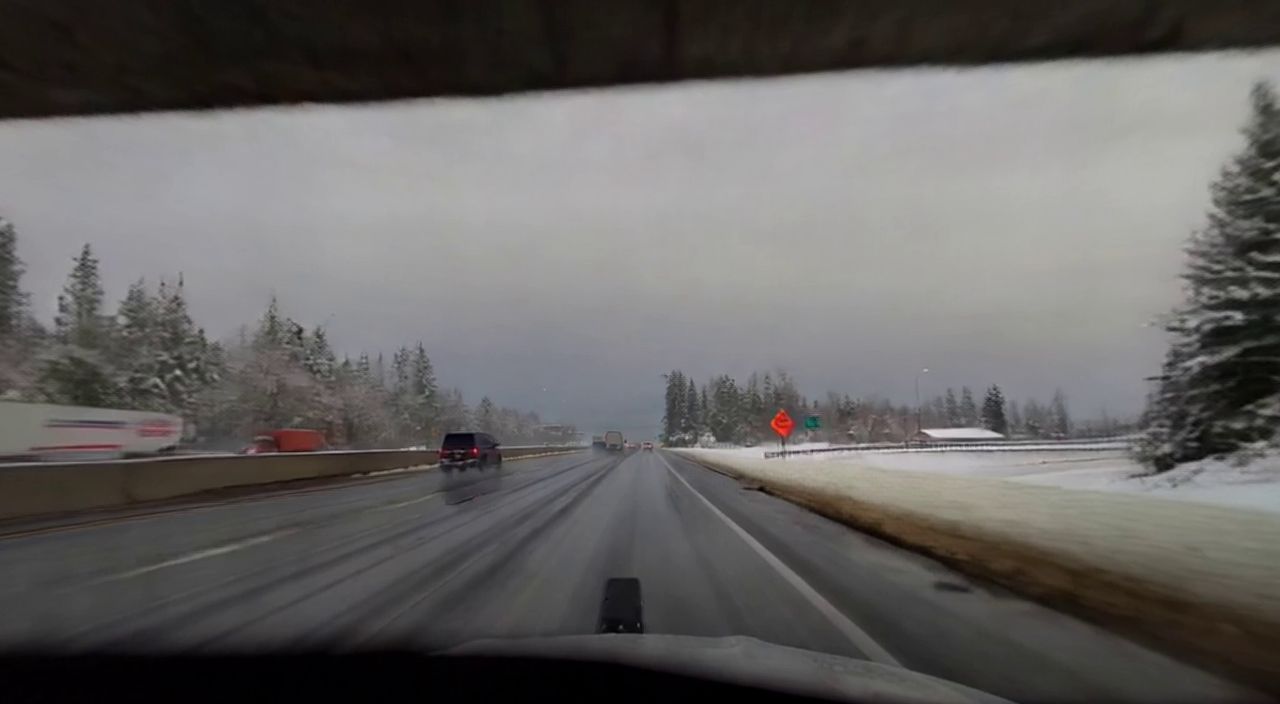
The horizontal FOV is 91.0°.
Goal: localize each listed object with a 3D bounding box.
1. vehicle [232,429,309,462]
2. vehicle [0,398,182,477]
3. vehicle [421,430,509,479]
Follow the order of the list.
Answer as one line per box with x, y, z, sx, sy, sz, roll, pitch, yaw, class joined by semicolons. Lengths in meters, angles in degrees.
-25.775;6.542;44.129;2.351;2.192;4.592;0;-8;3;vehicle
-29.970;4.127;30.263;2.884;3.515;17.319;0;-8;1;vehicle
-6.969;4.149;25.687;2.103;1.775;4.966;0;-8;0;vehicle
